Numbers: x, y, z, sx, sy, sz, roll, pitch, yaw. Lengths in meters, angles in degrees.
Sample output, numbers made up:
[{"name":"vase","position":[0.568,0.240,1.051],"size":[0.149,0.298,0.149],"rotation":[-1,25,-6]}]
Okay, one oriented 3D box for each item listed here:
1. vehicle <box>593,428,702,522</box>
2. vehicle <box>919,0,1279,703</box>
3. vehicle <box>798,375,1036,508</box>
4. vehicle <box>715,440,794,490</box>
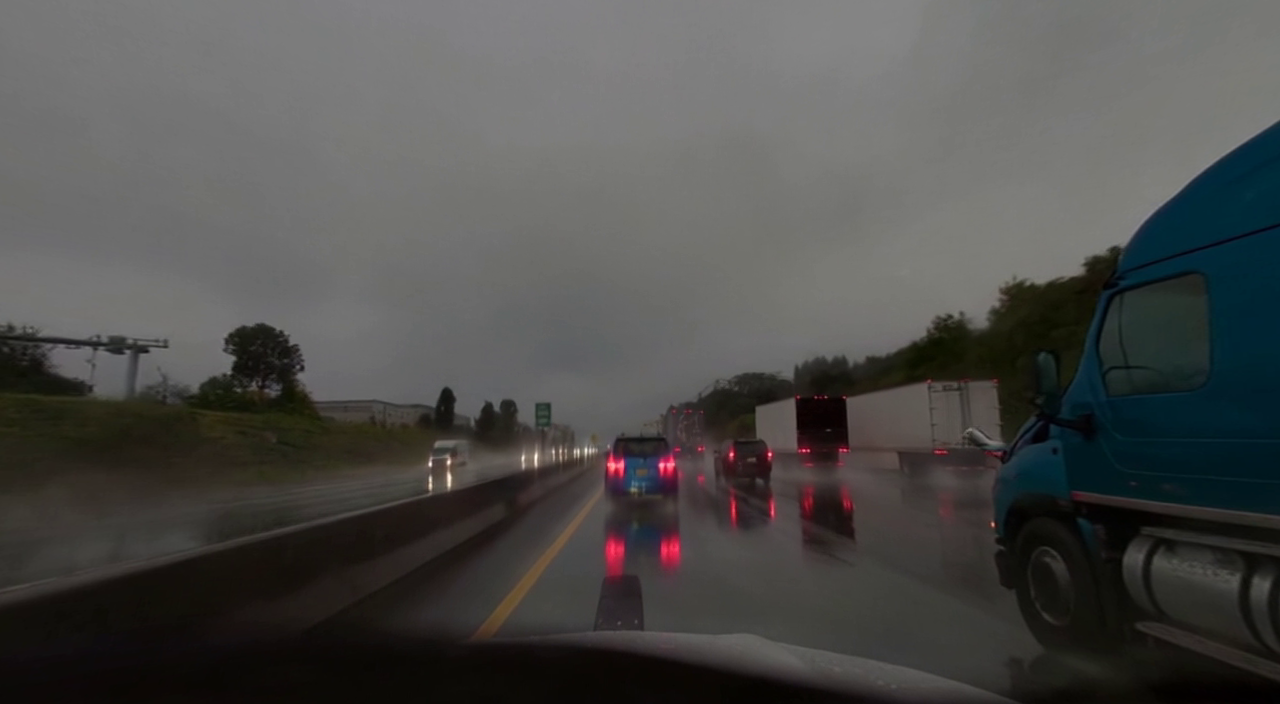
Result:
[{"name":"vehicle","position":[0.140,2.486,13.082],"size":[1.965,1.664,3.428],"rotation":[0,-9,0]},{"name":"vehicle","position":[4.186,-0.030,2.801],"size":[2.987,3.877,5.881],"rotation":[0,-9,0]},{"name":"vehicle","position":[8.007,2.953,20.438],"size":[2.799,3.188,10.578],"rotation":[0,-9,-1]},{"name":"vehicle","position":[3.806,3.818,21.471],"size":[1.859,1.512,3.711],"rotation":[0,-9,-2]}]
